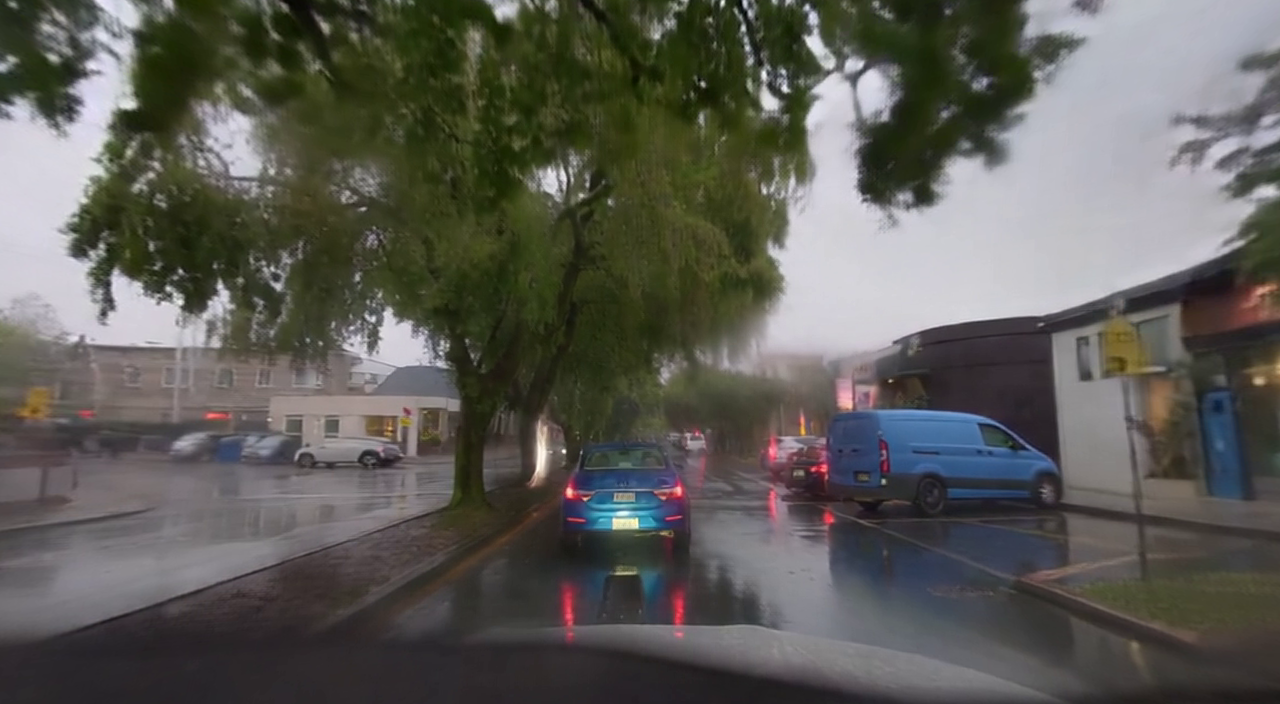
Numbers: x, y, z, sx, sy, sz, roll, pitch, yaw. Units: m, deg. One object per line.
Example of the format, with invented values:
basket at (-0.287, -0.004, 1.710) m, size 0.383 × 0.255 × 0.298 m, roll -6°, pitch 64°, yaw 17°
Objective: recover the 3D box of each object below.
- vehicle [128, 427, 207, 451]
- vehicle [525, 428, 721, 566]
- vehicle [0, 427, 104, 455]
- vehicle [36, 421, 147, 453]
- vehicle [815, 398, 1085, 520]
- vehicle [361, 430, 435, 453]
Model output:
vehicle at (-31.962, 5.892, 42.803) m, size 3.915 × 1.574 × 1.850 m, roll 0°, pitch -9°, yaw 3°
vehicle at (-0.242, 1.876, 9.013) m, size 2.065 × 1.450 × 4.522 m, roll 0°, pitch -9°, yaw -2°
vehicle at (-31.925, 4.785, 34.046) m, size 4.168 × 1.458 × 1.904 m, roll 0°, pitch -9°, yaw -3°
vehicle at (-31.962, 4.998, 36.909) m, size 4.438 × 1.814 × 2.044 m, roll 0°, pitch -9°, yaw -2°
vehicle at (6.588, 2.215, 13.397) m, size 5.385 × 2.146 × 2.143 m, roll 4°, pitch -9°, yaw -26°
vehicle at (-18.537, 6.869, 48.522) m, size 4.892 × 1.679 × 1.927 m, roll 1°, pitch -9°, yaw -7°
